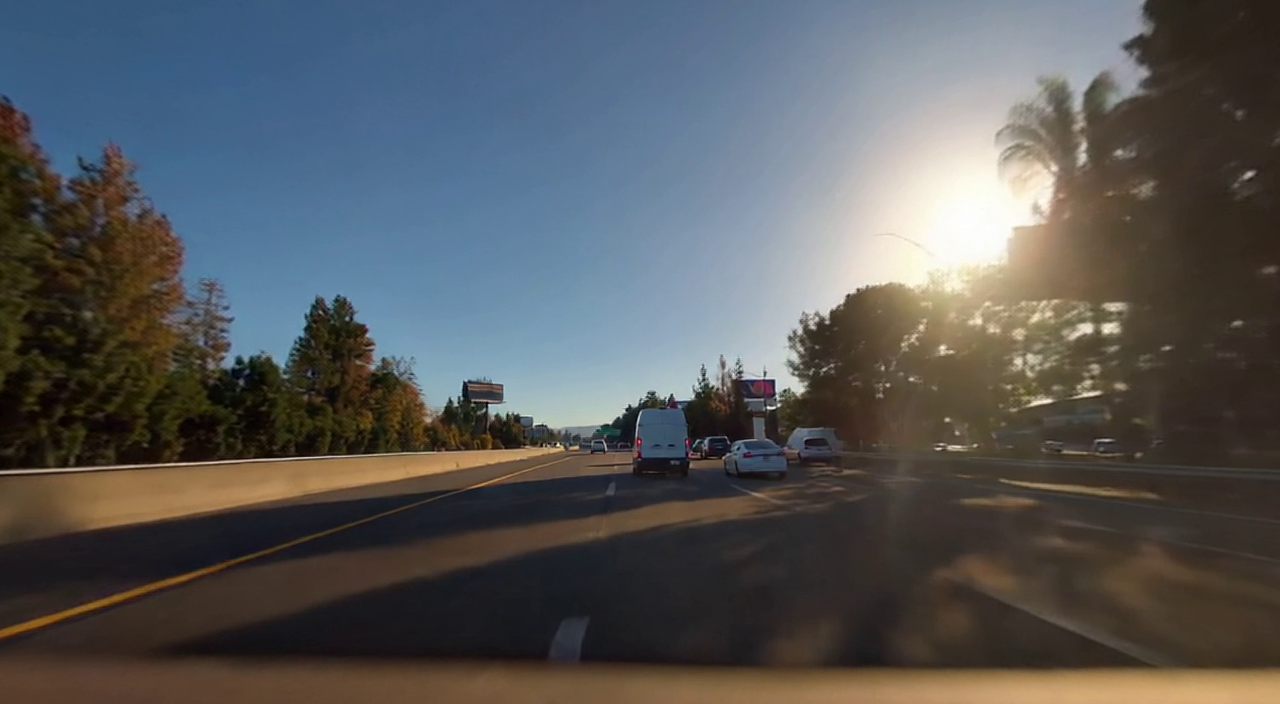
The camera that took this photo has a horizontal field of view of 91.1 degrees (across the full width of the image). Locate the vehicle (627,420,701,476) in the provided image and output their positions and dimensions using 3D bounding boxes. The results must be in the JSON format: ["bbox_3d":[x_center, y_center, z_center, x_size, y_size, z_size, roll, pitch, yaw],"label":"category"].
[{"bbox_3d":[0.852,3.966,26.177,2.546,2.087,5.404,0,-8,-3],"label":"vehicle"}]

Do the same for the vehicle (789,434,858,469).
[{"bbox_3d":[8.337,4.558,28.839,1.874,1.496,3.586,0,-8,-3],"label":"vehicle"}]

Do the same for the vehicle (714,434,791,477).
[{"bbox_3d":[4.236,3.954,24.304,2.099,1.510,3.784,0,-8,-3],"label":"vehicle"}]
